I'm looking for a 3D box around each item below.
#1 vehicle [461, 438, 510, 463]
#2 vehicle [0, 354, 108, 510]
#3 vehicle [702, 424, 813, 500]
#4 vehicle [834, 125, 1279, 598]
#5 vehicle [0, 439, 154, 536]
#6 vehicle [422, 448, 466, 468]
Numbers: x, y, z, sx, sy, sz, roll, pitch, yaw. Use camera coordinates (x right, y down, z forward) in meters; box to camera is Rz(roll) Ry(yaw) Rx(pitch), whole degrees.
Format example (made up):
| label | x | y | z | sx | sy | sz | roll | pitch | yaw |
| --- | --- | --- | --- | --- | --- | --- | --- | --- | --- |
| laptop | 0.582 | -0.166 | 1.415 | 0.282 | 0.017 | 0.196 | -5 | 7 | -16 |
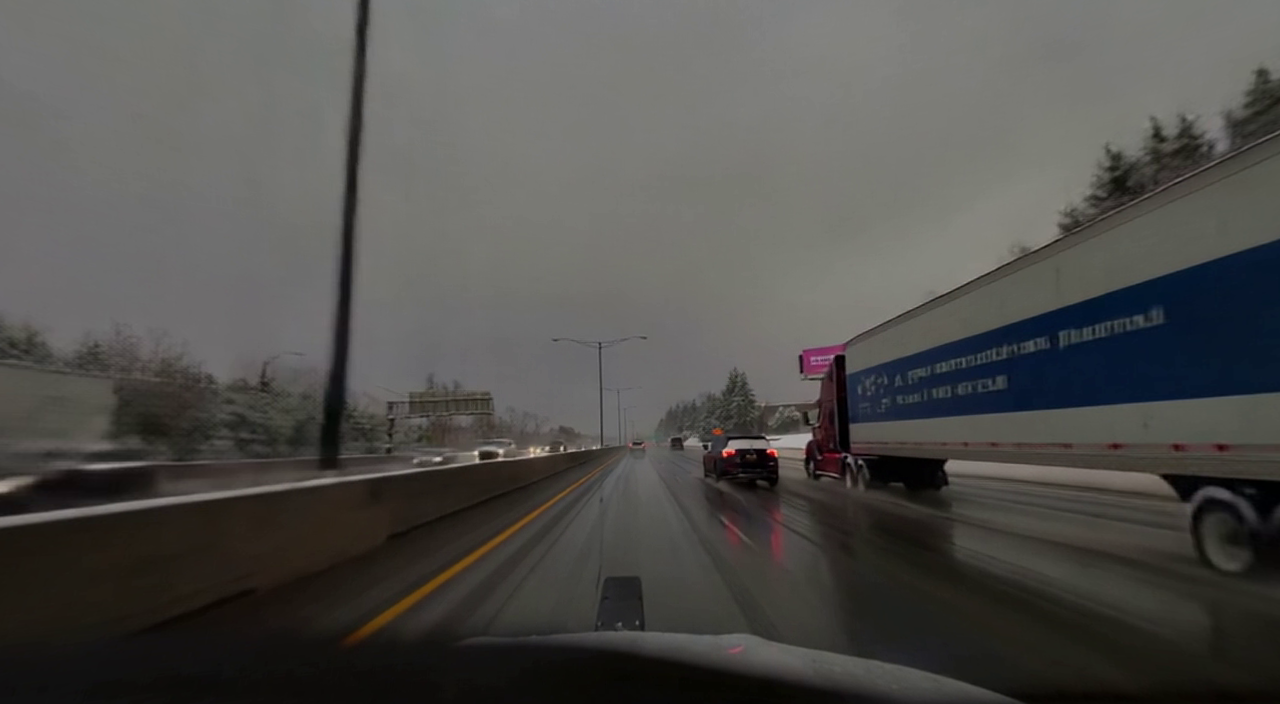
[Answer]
| label | x | y | z | sx | sy | sz | roll | pitch | yaw |
| --- | --- | --- | --- | --- | --- | --- | --- | --- | --- |
| vehicle | -10.698 | 6.888 | 44.135 | 2.018 | 1.637 | 5.003 | 0 | -9 | 1 |
| vehicle | -18.452 | 1.444 | 12.189 | 2.866 | 4.122 | 15.694 | 0 | -9 | 0 |
| vehicle | 2.888 | 2.830 | 16.589 | 1.973 | 1.710 | 4.476 | 0 | -9 | -1 |
| vehicle | 6.910 | 0.745 | 9.932 | 2.864 | 4.060 | 14.637 | 0 | -9 | -1 |
| vehicle | -10.795 | 2.217 | 10.582 | 1.943 | 1.468 | 4.227 | 0 | -9 | -1 |
| vehicle | -14.730 | 7.977 | 47.710 | 1.889 | 1.432 | 4.473 | 0 | -9 | 1 |
